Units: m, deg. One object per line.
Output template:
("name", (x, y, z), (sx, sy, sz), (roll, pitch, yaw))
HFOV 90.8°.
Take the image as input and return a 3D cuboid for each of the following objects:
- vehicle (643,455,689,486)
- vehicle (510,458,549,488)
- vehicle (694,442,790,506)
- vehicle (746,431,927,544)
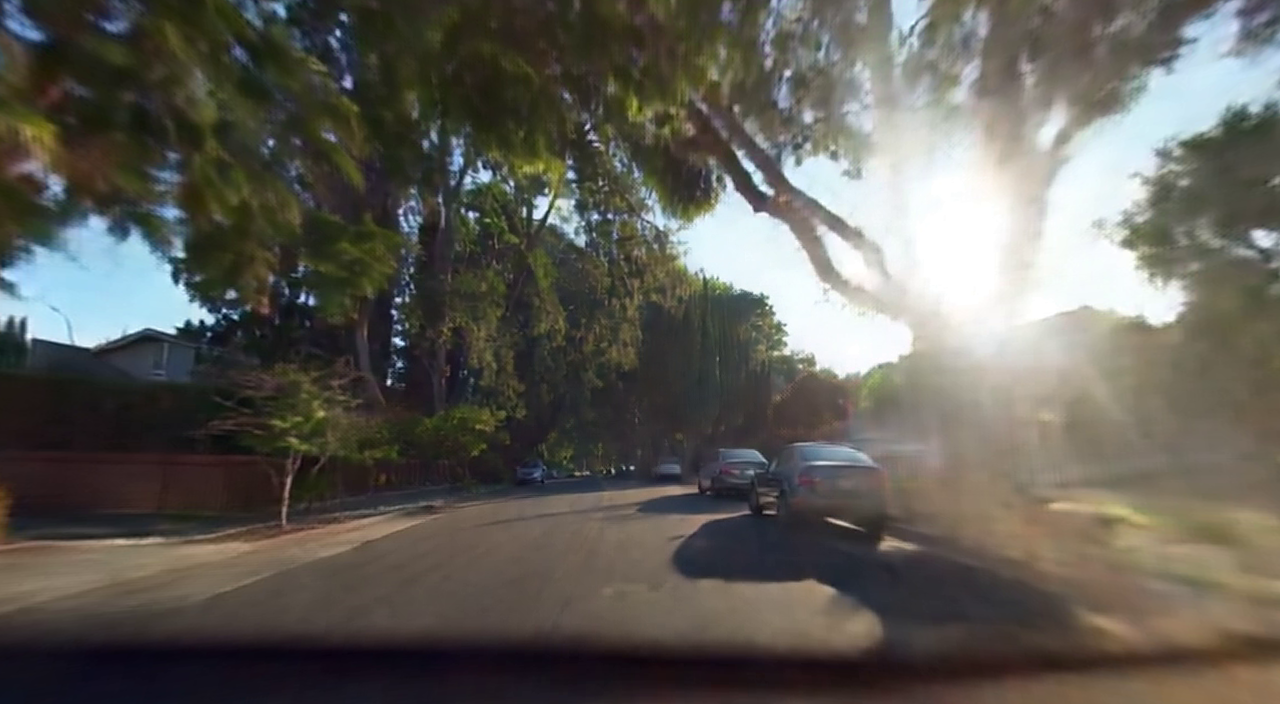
("vehicle", (1.584, 7.481, 40.105), (2.163, 1.742, 4.239), (1, -9, -8))
("vehicle", (-7.089, 7.809, 41.008), (2.051, 1.575, 4.581), (-2, -7, -5))
("vehicle", (3.103, 3.822, 20.345), (1.990, 1.753, 4.783), (0, -9, -4))
("vehicle", (3.441, 2.454, 12.158), (1.970, 1.709, 4.568), (-1, -8, 0))
